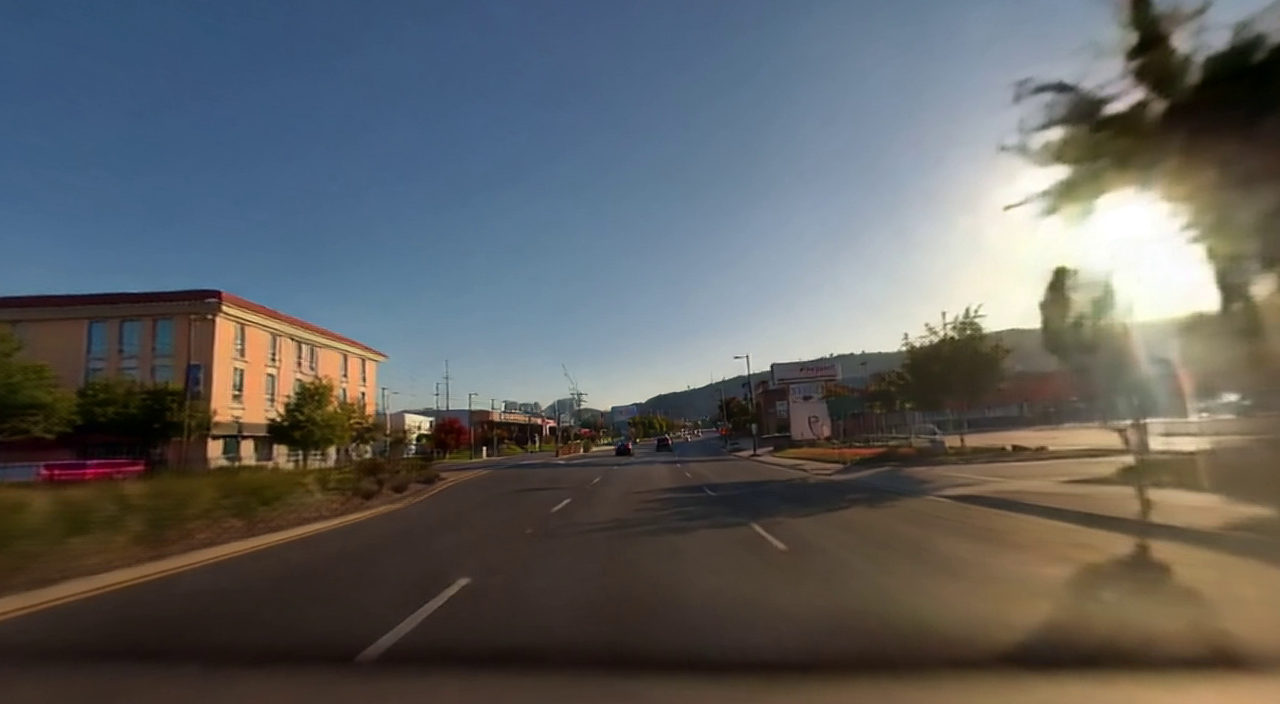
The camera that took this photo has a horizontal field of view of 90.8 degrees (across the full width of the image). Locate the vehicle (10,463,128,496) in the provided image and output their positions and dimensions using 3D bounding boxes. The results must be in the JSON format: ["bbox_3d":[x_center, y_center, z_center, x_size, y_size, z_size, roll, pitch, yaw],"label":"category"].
[{"bbox_3d":[-30.278,6.751,33.708,1.820,1.467,4.594,-1,-8,4],"label":"vehicle"}]
